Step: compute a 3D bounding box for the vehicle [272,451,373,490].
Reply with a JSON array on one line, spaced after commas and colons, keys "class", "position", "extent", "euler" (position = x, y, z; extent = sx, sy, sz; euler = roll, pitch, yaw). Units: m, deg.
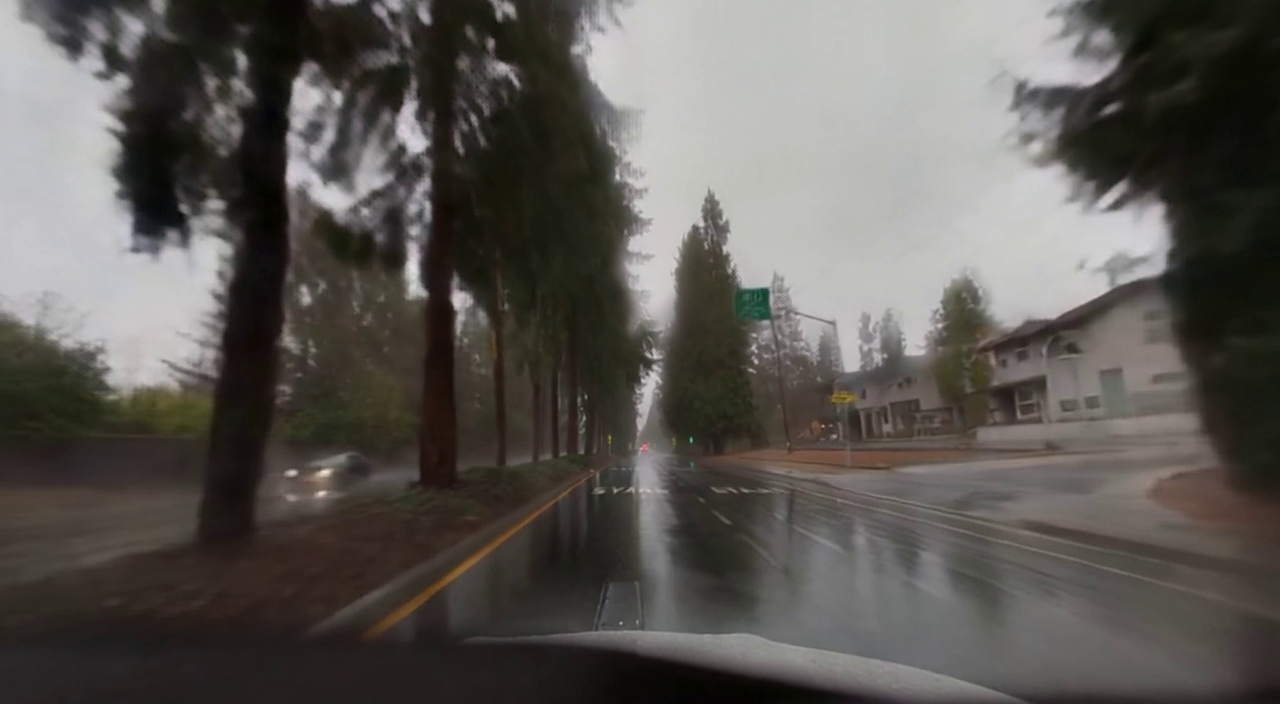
[{"class": "vehicle", "position": [-13.584, 5.064, 27.410], "extent": [1.924, 1.528, 4.731], "euler": [0, -9, 0]}]
